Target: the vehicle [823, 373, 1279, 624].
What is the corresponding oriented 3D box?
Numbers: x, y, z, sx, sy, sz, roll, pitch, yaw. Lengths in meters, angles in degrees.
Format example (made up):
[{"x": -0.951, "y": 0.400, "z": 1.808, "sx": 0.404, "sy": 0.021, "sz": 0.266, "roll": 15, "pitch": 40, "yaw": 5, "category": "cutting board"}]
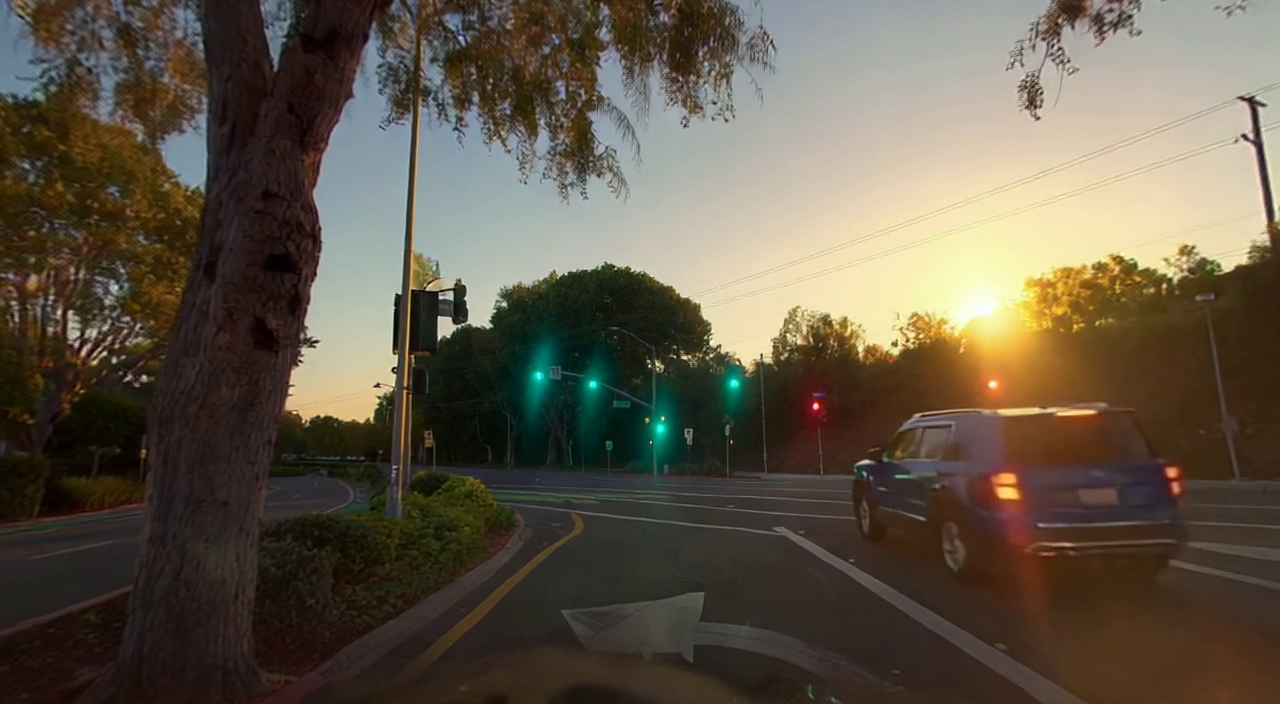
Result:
[{"x": 3.913, "y": 1.391, "z": 7.043, "sx": 2.284, "sy": 1.788, "sz": 4.871, "roll": 0, "pitch": -8, "yaw": 0, "category": "vehicle"}]
